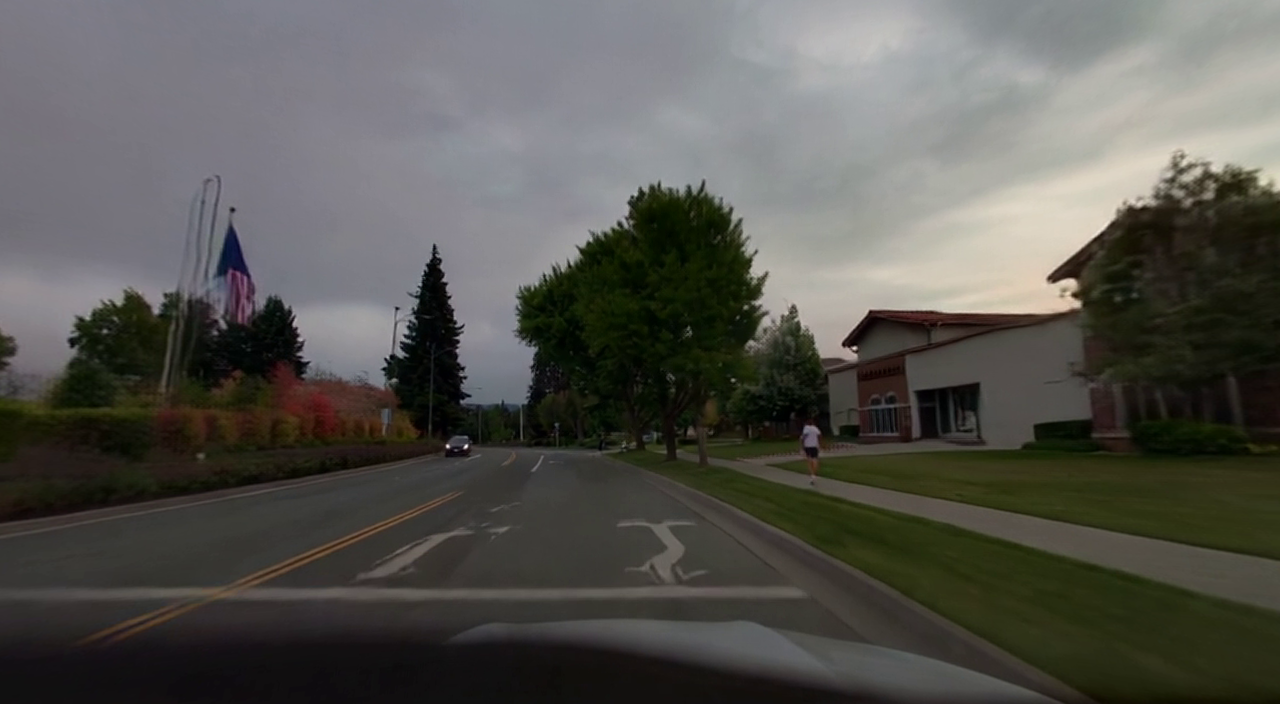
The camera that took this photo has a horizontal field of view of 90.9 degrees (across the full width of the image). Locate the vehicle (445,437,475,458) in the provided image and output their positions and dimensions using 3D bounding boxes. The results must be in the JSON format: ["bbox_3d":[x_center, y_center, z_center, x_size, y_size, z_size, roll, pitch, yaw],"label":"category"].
[{"bbox_3d":[-13.840,7.331,48.603,1.912,1.500,3.772,1,-8,-12],"label":"vehicle"}]
